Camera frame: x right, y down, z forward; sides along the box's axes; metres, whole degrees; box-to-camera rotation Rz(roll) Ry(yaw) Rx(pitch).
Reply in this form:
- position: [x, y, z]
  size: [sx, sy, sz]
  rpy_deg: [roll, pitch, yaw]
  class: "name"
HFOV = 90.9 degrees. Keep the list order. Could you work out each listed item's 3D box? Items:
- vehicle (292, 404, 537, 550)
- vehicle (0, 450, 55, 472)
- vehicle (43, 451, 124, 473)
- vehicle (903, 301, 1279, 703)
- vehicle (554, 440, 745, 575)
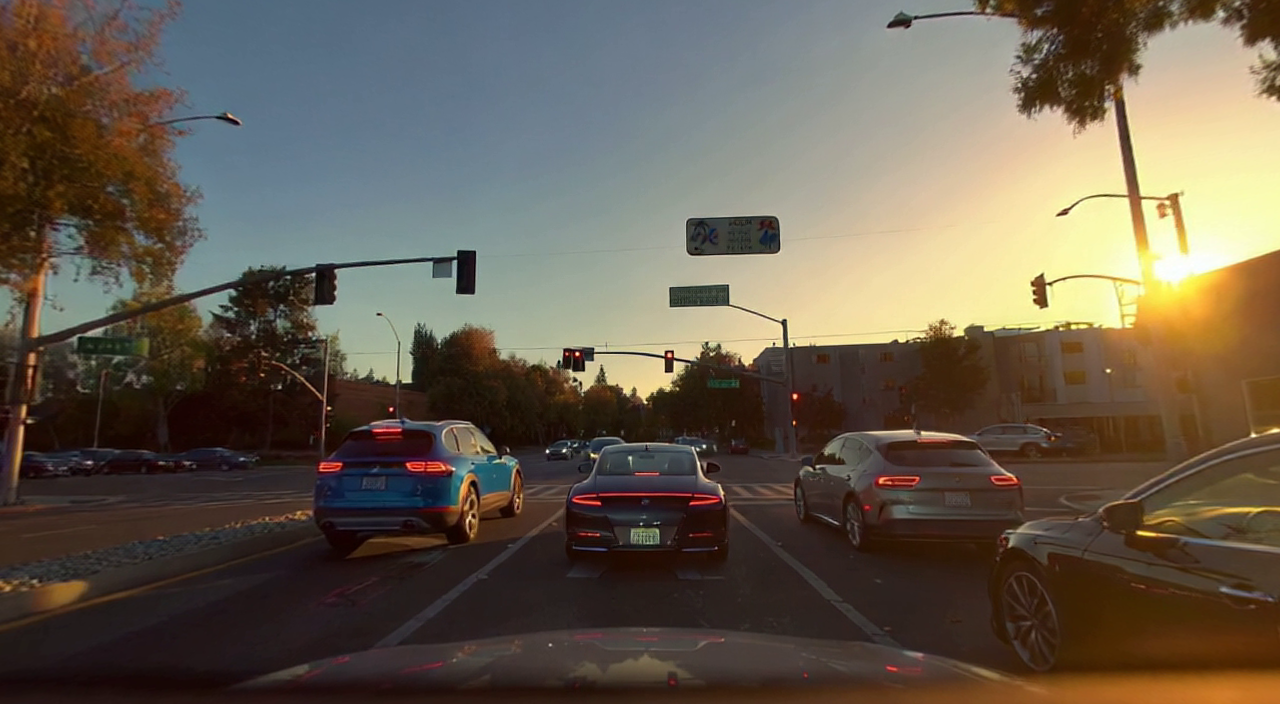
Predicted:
- position: [-3.166, 1.890, 10.198]
  size: [2.061, 1.781, 4.842]
  rpy_deg: [0, -8, 1]
  class: "vehicle"
- position: [-46.156, 7.962, 46.166]
  size: [4.545, 1.558, 1.833]
  rpy_deg: [0, -8, -4]
  class: "vehicle"
- position: [-41.296, 8.157, 46.788]
  size: [4.195, 1.533, 1.752]
  rpy_deg: [0, -8, -3]
  class: "vehicle"
- position: [3.100, 0.804, 2.523]
  size: [2.143, 1.759, 4.531]
  rpy_deg: [0, -8, 1]
  class: "vehicle"
- position: [0.114, 1.870, 8.380]
  size: [1.945, 1.343, 3.827]
  rpy_deg: [0, -8, 1]
  class: "vehicle"
